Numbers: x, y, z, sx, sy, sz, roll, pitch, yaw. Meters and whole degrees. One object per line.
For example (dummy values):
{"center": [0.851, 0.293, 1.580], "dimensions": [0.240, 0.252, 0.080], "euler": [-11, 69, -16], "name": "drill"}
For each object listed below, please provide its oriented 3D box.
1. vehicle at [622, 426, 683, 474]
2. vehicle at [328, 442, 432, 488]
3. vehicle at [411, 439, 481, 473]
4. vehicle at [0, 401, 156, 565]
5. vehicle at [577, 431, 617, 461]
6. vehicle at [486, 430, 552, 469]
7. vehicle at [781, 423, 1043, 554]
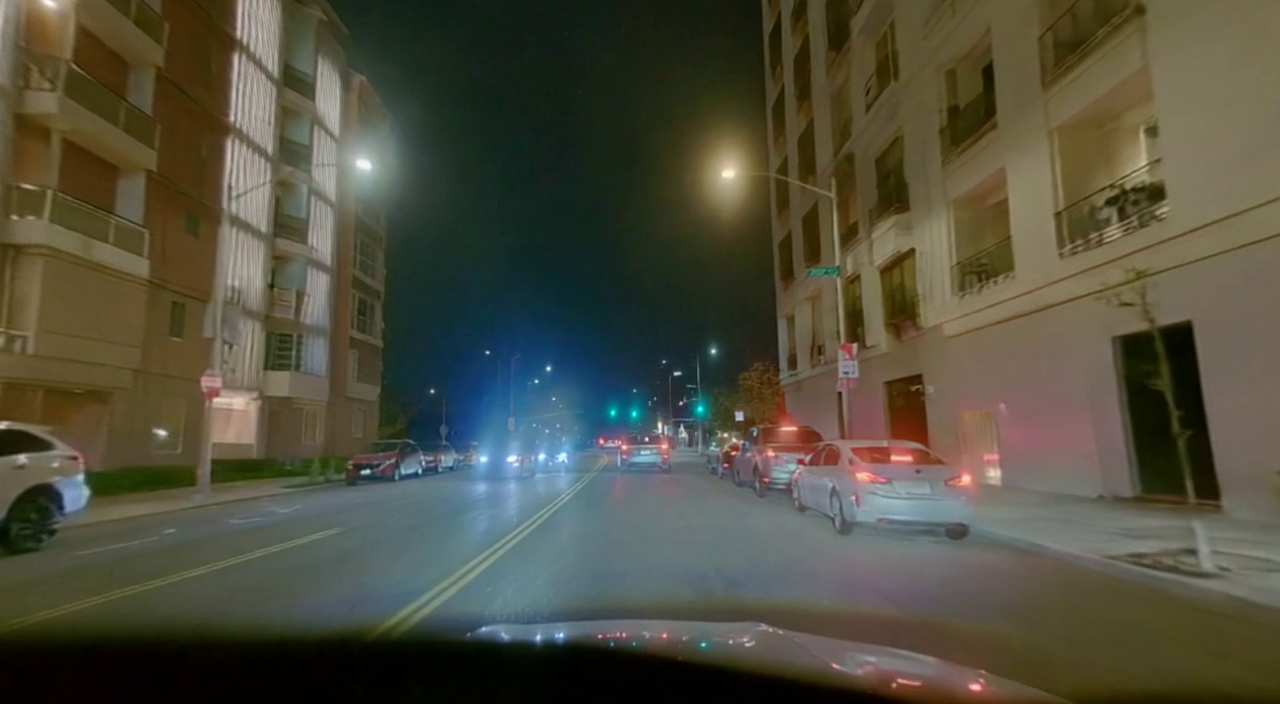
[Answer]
{"center": [0.500, 3.929, 25.441], "dimensions": [2.261, 1.740, 4.065], "euler": [0, -8, 1], "name": "vehicle"}
{"center": [-9.256, 4.028, 22.904], "dimensions": [2.021, 1.474, 4.337], "euler": [0, -8, -2], "name": "vehicle"}
{"center": [-9.357, 5.050, 30.799], "dimensions": [2.002, 1.546, 4.339], "euler": [0, -8, 0], "name": "vehicle"}
{"center": [-9.266, 1.608, 7.619], "dimensions": [2.457, 2.048, 5.461], "euler": [0, -8, 0], "name": "vehicle"}
{"center": [-2.653, 5.968, 39.997], "dimensions": [2.219, 1.746, 4.197], "euler": [0, -8, 0], "name": "vehicle"}
{"center": [-6.075, 4.976, 32.352], "dimensions": [2.345, 1.831, 4.828], "euler": [0, -8, 1], "name": "vehicle"}
{"center": [3.599, 1.891, 9.470], "dimensions": [2.033, 1.470, 4.502], "euler": [0, -8, 2], "name": "vehicle"}
